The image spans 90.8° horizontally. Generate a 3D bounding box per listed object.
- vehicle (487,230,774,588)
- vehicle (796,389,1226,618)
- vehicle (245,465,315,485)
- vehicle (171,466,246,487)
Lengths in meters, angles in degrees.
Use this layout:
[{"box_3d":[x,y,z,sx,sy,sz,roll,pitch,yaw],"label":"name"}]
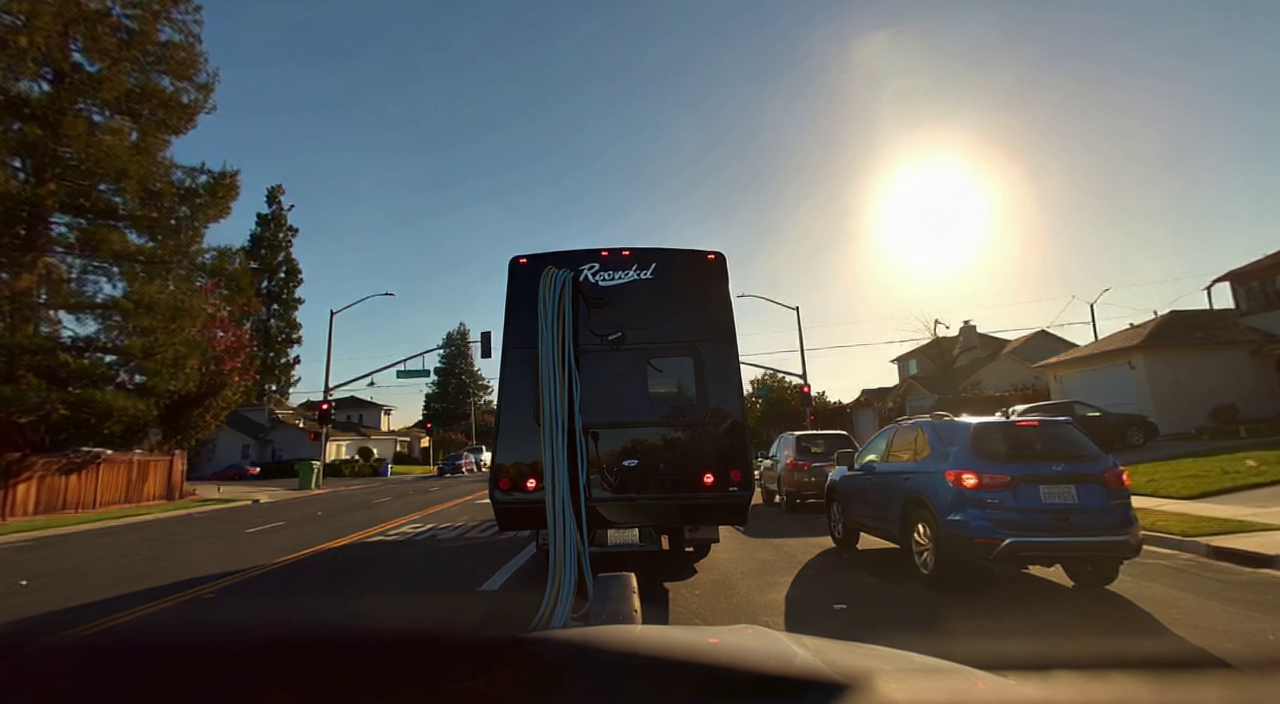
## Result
[{"box_3d":[-0.091,1.097,10.280,2.709,3.511,8.213,0,-9,0],"label":"vehicle"},{"box_3d":[3.401,1.491,7.119,2.104,1.735,4.408,0,-9,0],"label":"vehicle"},{"box_3d":[-27.420,9.356,48.140,4.187,1.445,1.809,0,-9,0],"label":"vehicle"},{"box_3d":[-32.703,9.408,47.949,4.311,1.458,1.707,0,-9,-3],"label":"vehicle"}]
